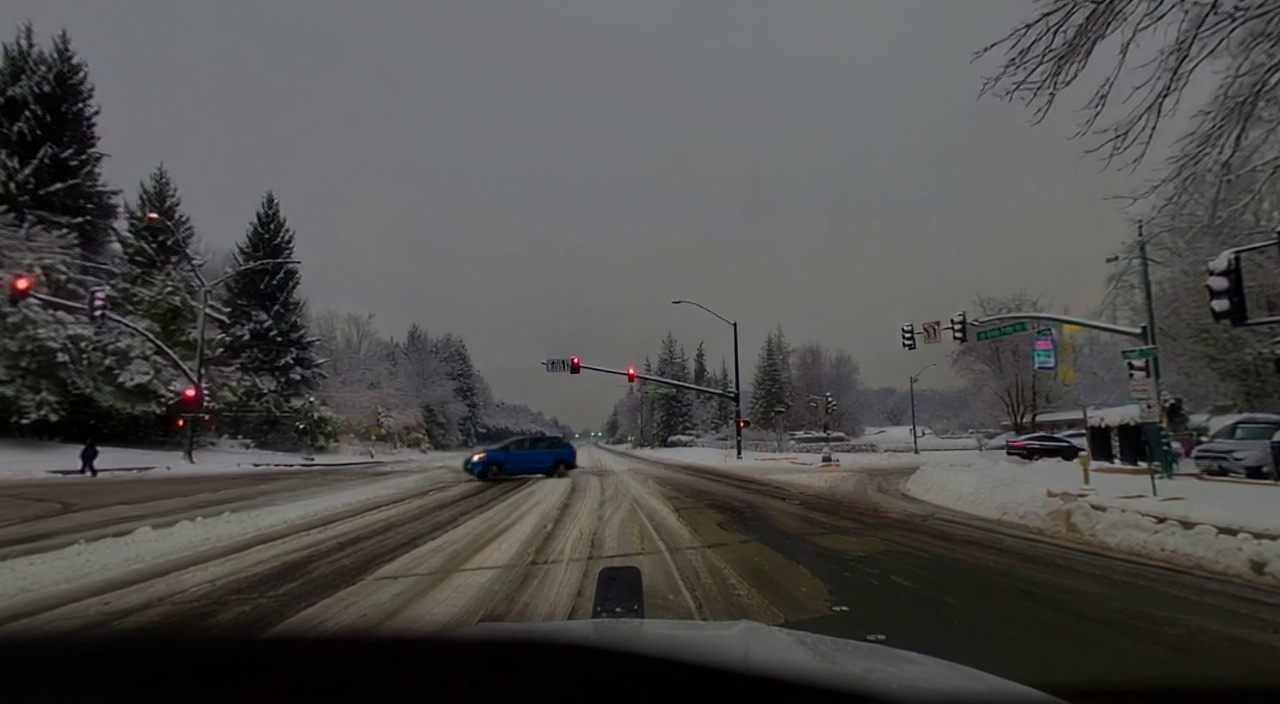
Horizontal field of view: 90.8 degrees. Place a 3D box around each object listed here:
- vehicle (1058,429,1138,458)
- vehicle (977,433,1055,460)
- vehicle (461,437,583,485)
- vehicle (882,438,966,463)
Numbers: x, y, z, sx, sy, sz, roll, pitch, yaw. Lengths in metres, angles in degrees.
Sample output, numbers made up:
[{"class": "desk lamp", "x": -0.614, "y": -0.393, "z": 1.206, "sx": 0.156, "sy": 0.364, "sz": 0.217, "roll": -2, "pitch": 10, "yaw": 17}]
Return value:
[{"class": "vehicle", "x": 36.095, "y": 7.232, "z": 49.737, "sx": 6.148, "sy": 2.119, "sz": 2.473, "roll": 4, "pitch": -10, "yaw": -28}, {"class": "vehicle", "x": 26.948, "y": 6.754, "z": 45.264, "sx": 5.032, "sy": 1.828, "sz": 2.183, "roll": 4, "pitch": -9, "yaw": -24}, {"class": "vehicle", "x": -4.015, "y": 3.741, "z": 21.978, "sx": 1.740, "sy": 1.500, "sz": 3.896, "roll": -8, "pitch": -11, "yaw": 41}, {"class": "vehicle", "x": 18.715, "y": 6.457, "z": 41.634, "sx": 5.234, "sy": 1.549, "sz": 1.982, "roll": 4, "pitch": -9, "yaw": -24}]
